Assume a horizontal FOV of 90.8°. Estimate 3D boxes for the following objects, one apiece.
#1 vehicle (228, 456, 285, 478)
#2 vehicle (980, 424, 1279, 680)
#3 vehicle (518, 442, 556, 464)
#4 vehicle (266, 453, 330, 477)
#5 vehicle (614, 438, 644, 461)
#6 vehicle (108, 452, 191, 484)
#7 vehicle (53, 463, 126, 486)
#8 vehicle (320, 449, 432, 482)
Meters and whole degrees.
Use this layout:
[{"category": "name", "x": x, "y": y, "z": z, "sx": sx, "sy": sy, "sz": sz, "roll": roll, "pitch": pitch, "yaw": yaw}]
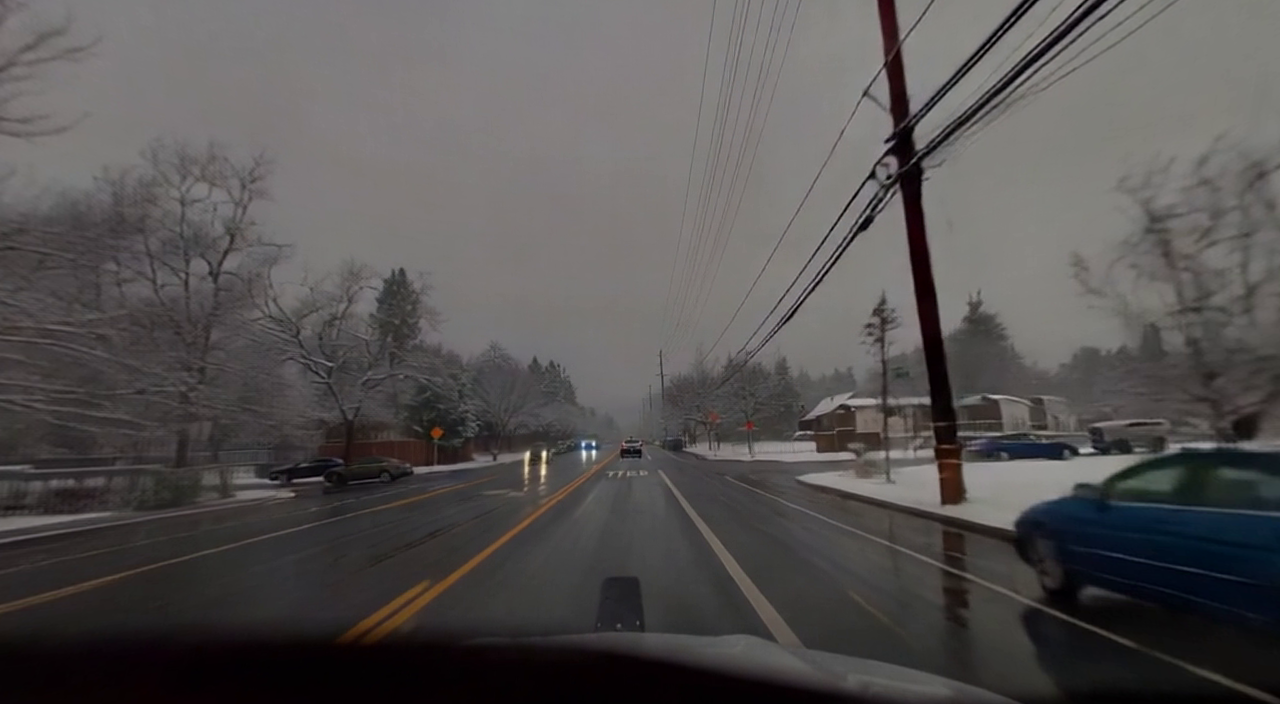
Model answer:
[{"category": "vehicle", "x": -28.229, "y": 8.471, "z": 46.626, "sx": 1.806, "sy": 1.503, "sz": 3.853, "roll": 0, "pitch": -9, "yaw": -2}, {"category": "vehicle", "x": 4.742, "y": 1.305, "z": 4.633, "sx": 1.987, "sy": 1.479, "sz": 4.562, "roll": 0, "pitch": -9, "yaw": 1}, {"category": "vehicle", "x": -7.457, "y": 7.370, "z": 46.166, "sx": 2.034, "sy": 1.464, "sz": 4.438, "roll": 0, "pitch": -8, "yaw": 0}, {"category": "vehicle", "x": -25.331, "y": 8.344, "z": 47.061, "sx": 1.932, "sy": 1.627, "sz": 4.948, "roll": 0, "pitch": -8, "yaw": 1}, {"category": "vehicle", "x": -0.711, "y": 6.501, "z": 42.272, "sx": 1.877, "sy": 1.448, "sz": 3.830, "roll": 0, "pitch": -9, "yaw": -1}, {"category": "vehicle", "x": -36.563, "y": 8.623, "z": 47.304, "sx": 2.162, "sy": 2.070, "sz": 5.031, "roll": -3, "pitch": -7, "yaw": 1}, {"category": "vehicle", "x": -40.001, "y": 8.894, "z": 46.021, "sx": 1.728, "sy": 1.456, "sz": 3.782, "roll": -1, "pitch": -9, "yaw": 3}, {"category": "vehicle", "x": -14.181, "y": 6.119, "z": 34.215, "sx": 5.190, "sy": 1.502, "sz": 2.085, "roll": -3, "pitch": -8, "yaw": -1}]
